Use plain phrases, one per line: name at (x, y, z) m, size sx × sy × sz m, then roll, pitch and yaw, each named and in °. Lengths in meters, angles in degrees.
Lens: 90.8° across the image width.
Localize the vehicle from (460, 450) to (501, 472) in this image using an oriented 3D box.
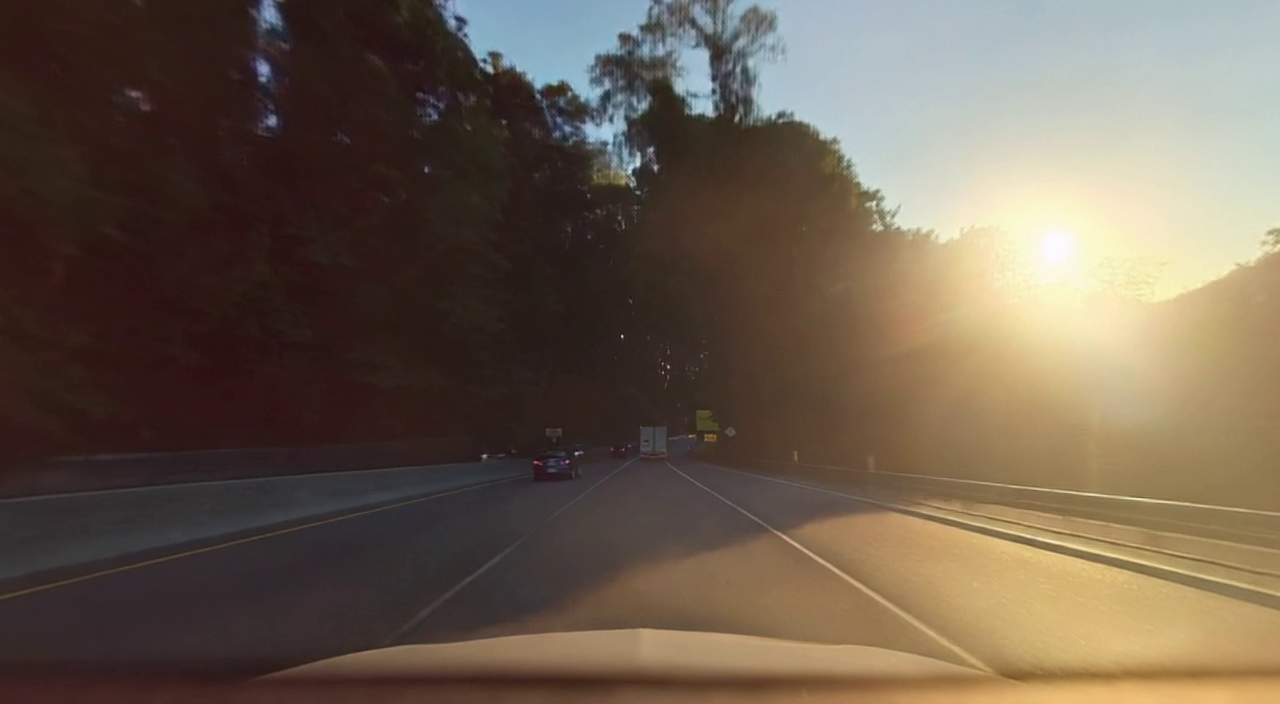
vehicle at (-12.074, 8.255, 48.045) m, size 1.926 × 1.566 × 4.142 m, roll 0°, pitch -9°, yaw 2°

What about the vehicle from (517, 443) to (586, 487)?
vehicle at (-3.418, 4.488, 25.280) m, size 2.057 × 1.618 × 4.212 m, roll 0°, pitch -9°, yaw 1°
